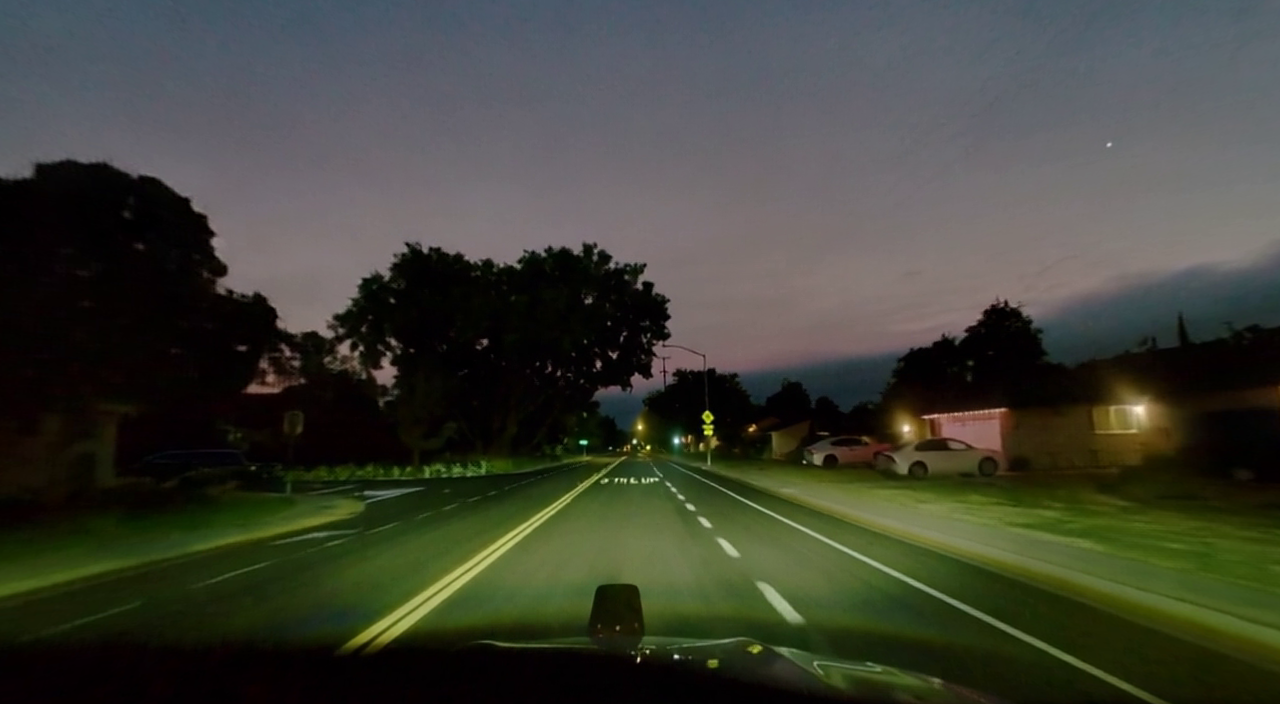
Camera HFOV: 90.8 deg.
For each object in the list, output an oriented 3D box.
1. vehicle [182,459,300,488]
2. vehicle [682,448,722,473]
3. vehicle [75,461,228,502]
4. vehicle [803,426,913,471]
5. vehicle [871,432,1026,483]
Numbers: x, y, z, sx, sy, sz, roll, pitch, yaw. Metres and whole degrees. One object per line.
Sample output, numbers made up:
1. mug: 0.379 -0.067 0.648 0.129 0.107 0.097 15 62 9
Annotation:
1. vehicle: -21.651 6.595 34.447 5.074 1.511 1.978 0 -9 -1
2. vehicle: 3.784 6.673 39.130 1.940 1.470 4.101 0 -9 -1
3. vehicle: -18.983 5.025 24.689 4.440 1.445 1.919 -1 -9 3
4. vehicle: 10.810 4.828 31.624 4.459 1.696 2.361 -6 -9 -2
5. vehicle: 10.978 3.783 22.722 4.493 1.493 1.926 -3 -9 -4
